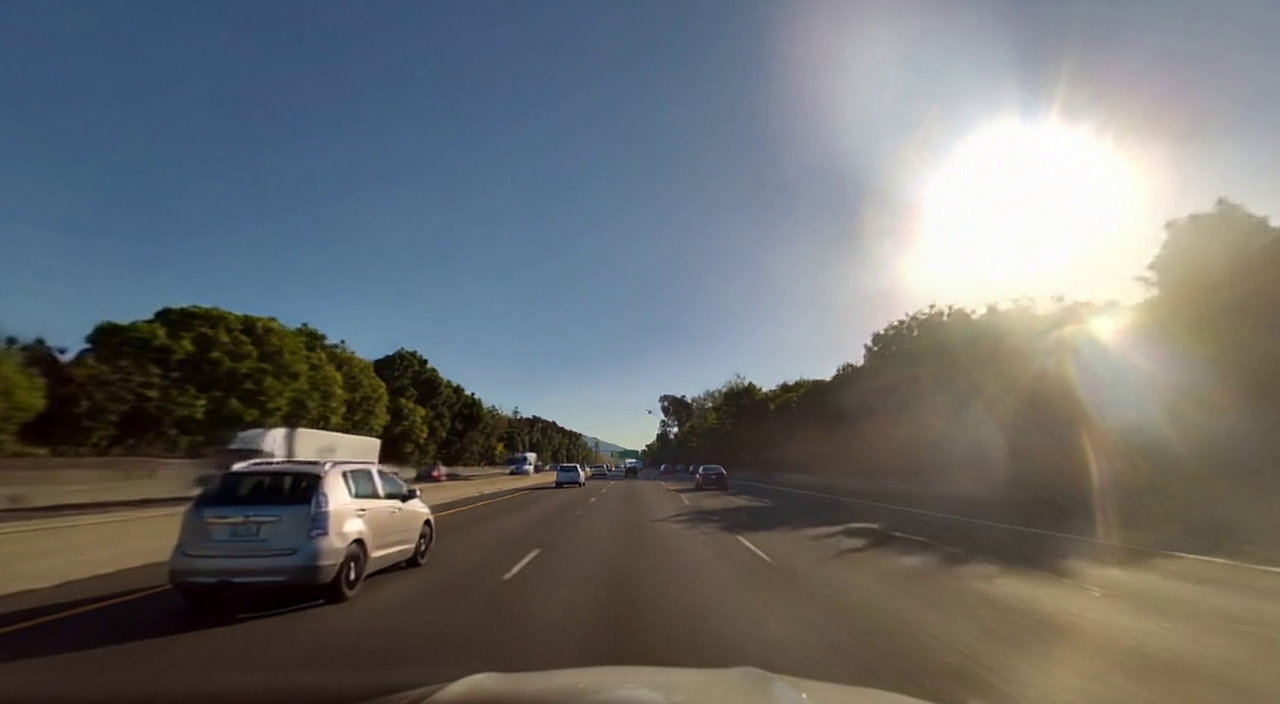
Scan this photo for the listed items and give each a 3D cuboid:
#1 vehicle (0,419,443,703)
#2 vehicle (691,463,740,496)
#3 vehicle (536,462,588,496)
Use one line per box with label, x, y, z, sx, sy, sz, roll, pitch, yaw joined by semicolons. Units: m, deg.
vehicle;-3.541;1.520;5.604;2.004;1.468;4.812;1;-11;0
vehicle;3.724;6.389;31.791;1.981;1.516;4.109;1;-11;0
vehicle;-3.686;6.111;30.507;2.000;1.484;3.995;1;-11;-1
